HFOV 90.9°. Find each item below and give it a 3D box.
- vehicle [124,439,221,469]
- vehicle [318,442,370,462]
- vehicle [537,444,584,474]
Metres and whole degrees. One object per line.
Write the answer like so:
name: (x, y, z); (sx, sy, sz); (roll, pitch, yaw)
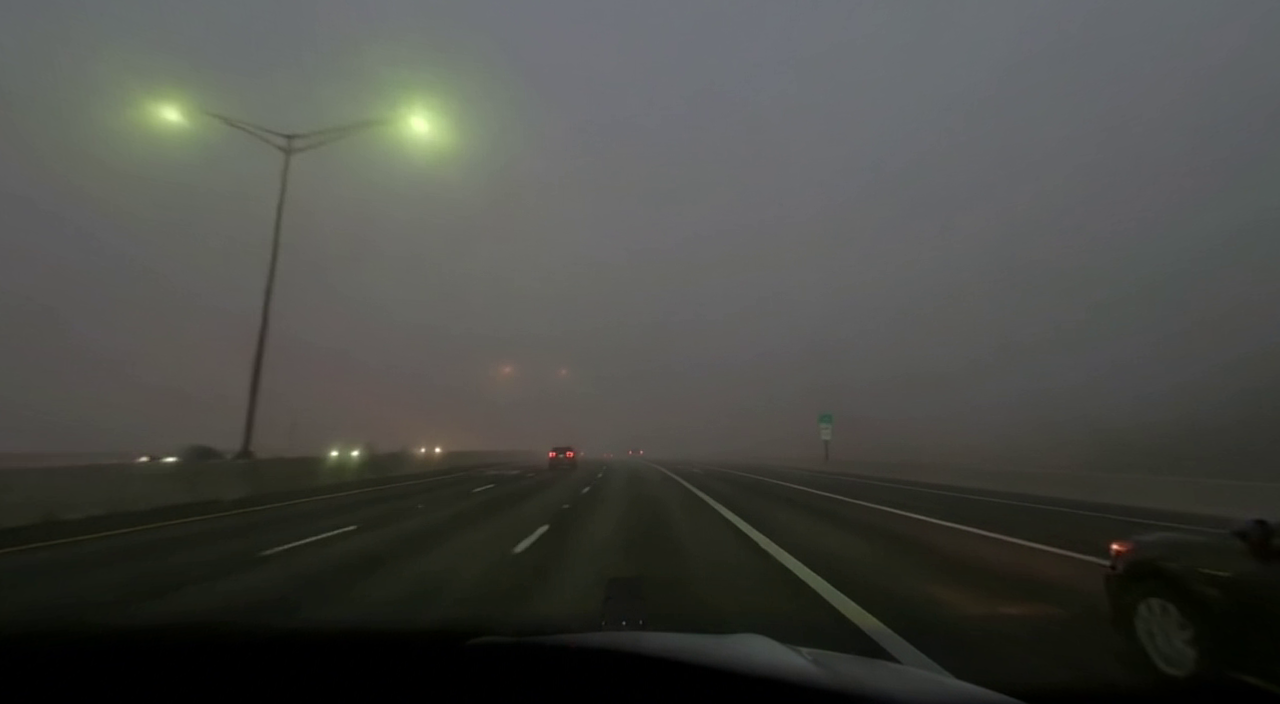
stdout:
vehicle: (-25.478, 5.583, 34.598); (1.940, 1.527, 4.459); (0, -8, -2)
vehicle: (-22.331, 7.546, 47.754); (1.871, 1.486, 4.570); (0, -8, -2)
vehicle: (-4.200, 5.717, 33.919); (2.014, 1.481, 4.156); (0, -8, -1)
